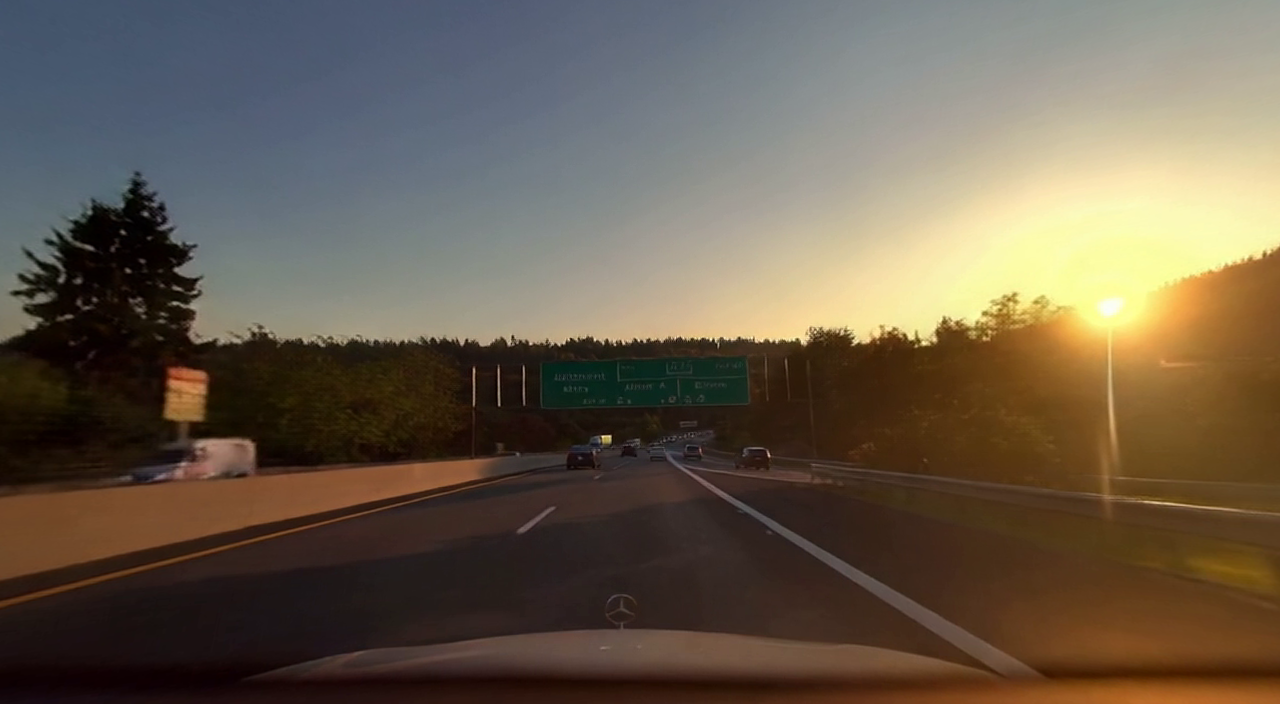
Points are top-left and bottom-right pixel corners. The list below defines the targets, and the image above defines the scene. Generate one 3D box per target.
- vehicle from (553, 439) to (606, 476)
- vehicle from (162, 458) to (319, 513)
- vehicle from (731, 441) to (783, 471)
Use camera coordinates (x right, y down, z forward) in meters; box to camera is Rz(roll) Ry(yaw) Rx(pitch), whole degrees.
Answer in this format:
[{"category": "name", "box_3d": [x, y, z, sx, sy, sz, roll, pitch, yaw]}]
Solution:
[{"category": "vehicle", "box_3d": [-2.807, 5.031, 30.250, 2.037, 1.638, 4.274, 0, -9, 1]}, {"category": "vehicle", "box_3d": [-11.914, 3.982, 19.245, 1.906, 1.402, 4.289, 0, -9, 1]}, {"category": "vehicle", "box_3d": [6.942, 6.217, 37.901, 2.021, 1.639, 4.203, 1, -9, -5]}]
